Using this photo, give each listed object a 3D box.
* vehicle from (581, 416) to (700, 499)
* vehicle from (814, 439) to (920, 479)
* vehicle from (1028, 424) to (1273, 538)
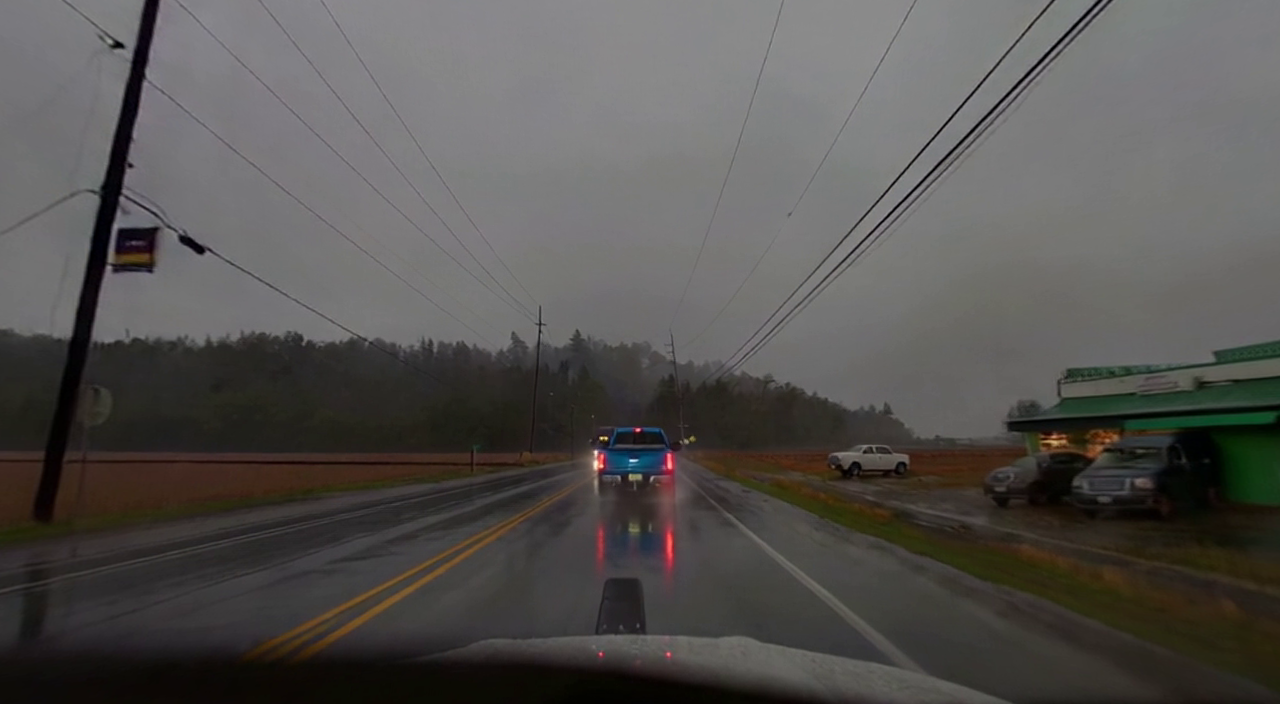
[{"bbox_3d":[0.056,3.145,19.326,2.921,2.031,7.416,0,-8,1],"label":"vehicle"},{"bbox_3d":[11.098,5.164,30.761,5.304,1.754,2.340,6,-11,-38],"label":"vehicle"},{"bbox_3d":[11.262,2.646,13.809,5.776,1.936,2.535,6,-8,-34],"label":"vehicle"}]
